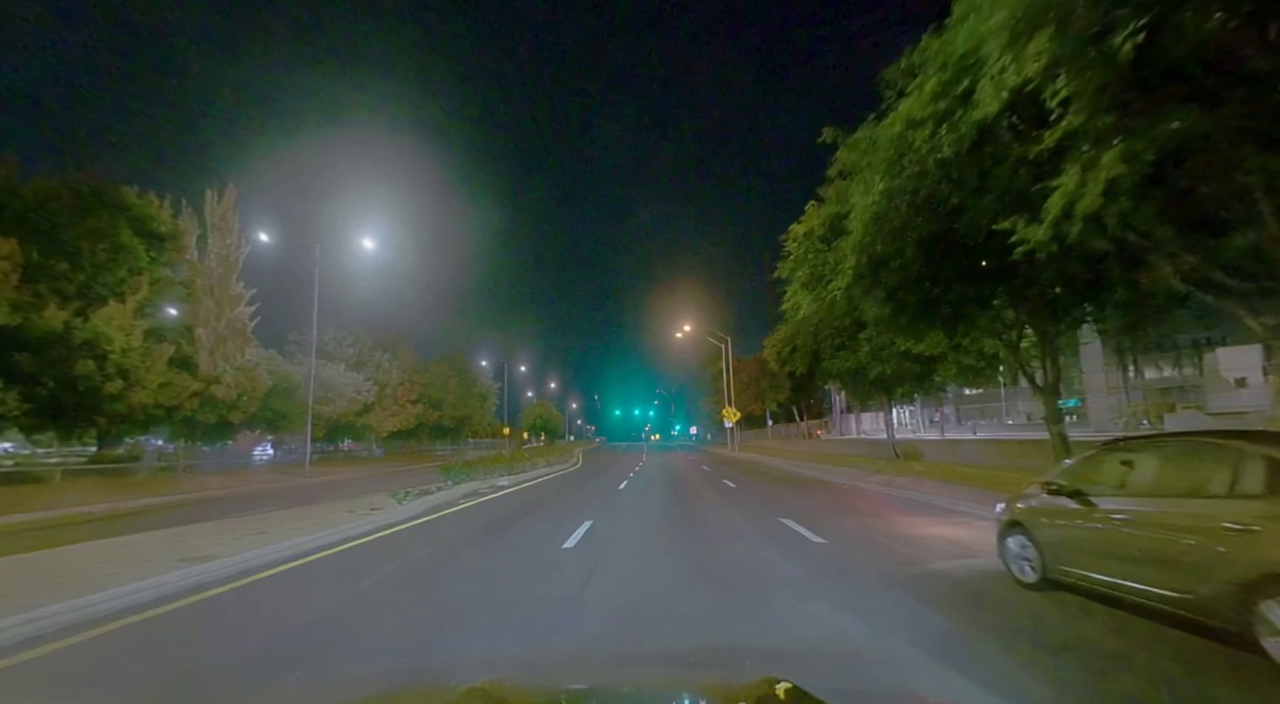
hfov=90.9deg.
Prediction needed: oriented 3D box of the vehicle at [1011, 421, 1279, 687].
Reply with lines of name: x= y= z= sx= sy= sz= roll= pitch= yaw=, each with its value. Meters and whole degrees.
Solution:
vehicle: x=4.548 y=1.136 z=3.653 sx=2.018 sy=1.456 sz=4.451 roll=0 pitch=-8 yaw=-1
